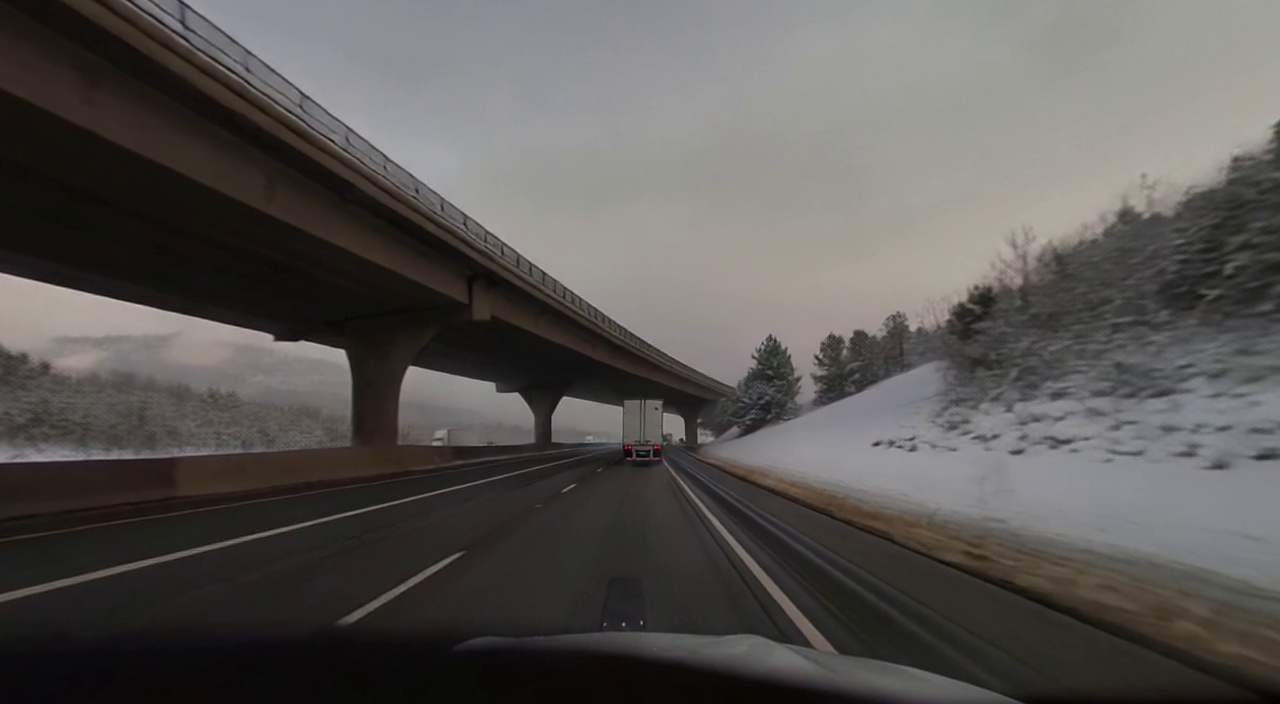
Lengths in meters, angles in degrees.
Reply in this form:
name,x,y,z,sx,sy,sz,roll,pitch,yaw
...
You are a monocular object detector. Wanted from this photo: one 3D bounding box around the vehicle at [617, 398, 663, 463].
name,x,y,z,sx,sy,sz,roll,pitch,yaw
vehicle,-0.016,5.683,44.811,2.866,4.014,11.261,0,-8,0
